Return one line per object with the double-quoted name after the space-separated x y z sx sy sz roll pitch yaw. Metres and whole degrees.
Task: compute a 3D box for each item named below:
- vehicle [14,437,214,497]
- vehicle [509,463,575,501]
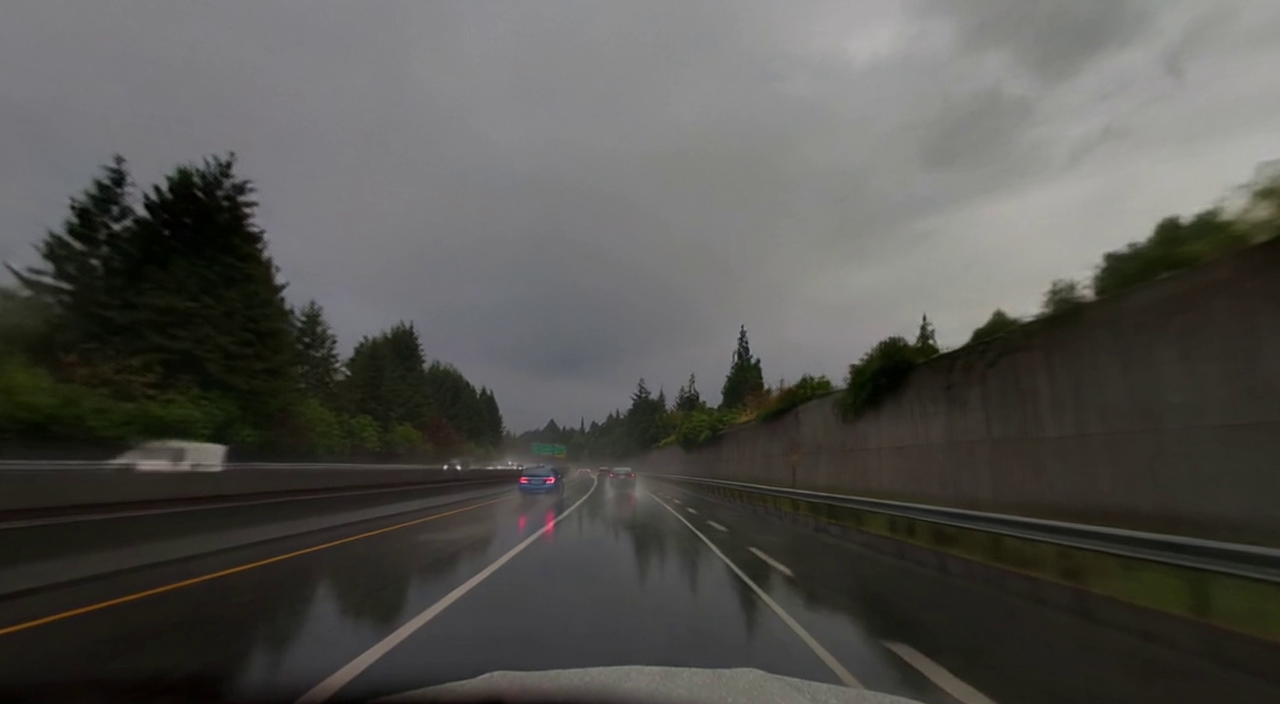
-16.617 3.716 20.371 2.289 1.672 4.818 1 -11 -1 "vehicle"
-4.274 5.809 28.341 2.310 1.521 4.731 1 -11 -1 "vehicle"
